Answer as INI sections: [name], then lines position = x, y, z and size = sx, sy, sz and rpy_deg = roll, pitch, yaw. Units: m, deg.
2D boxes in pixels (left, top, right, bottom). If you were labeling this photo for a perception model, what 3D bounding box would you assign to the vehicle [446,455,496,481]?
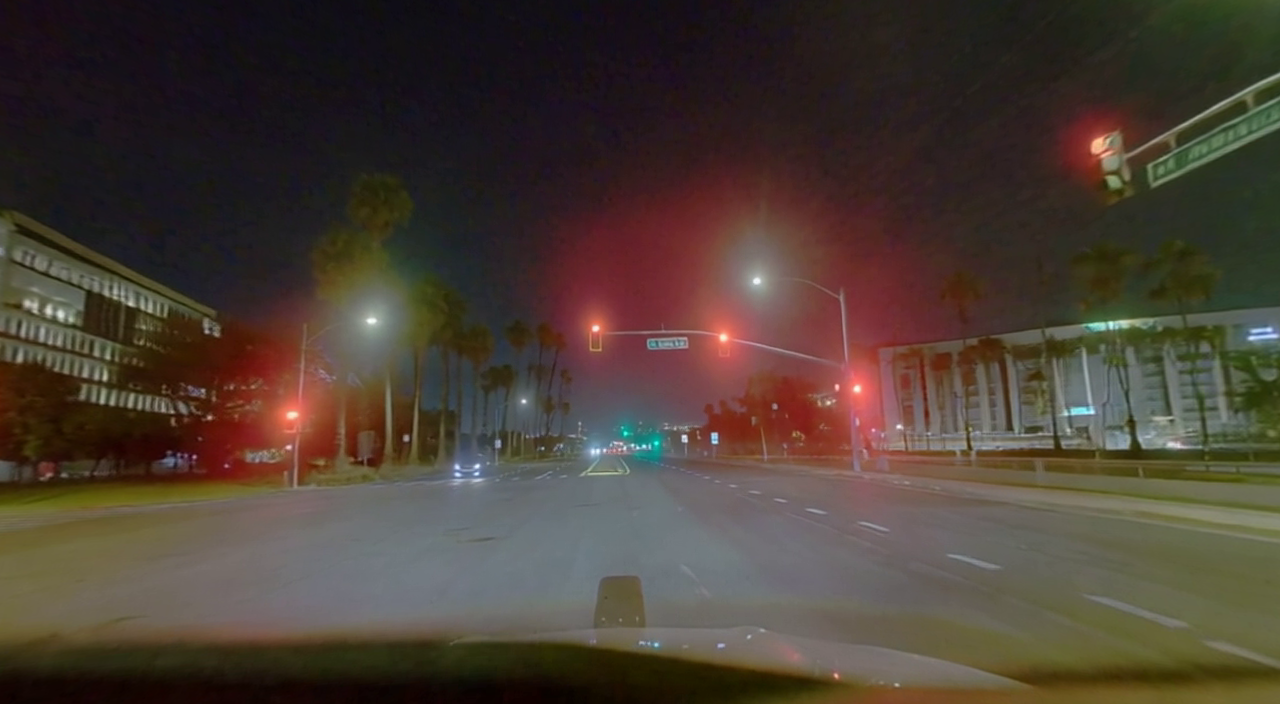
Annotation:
[vehicle]
position = -10.756, 7.405, 40.532
size = 2.149, 1.477, 4.186
rpy_deg = 0, -9, -2
